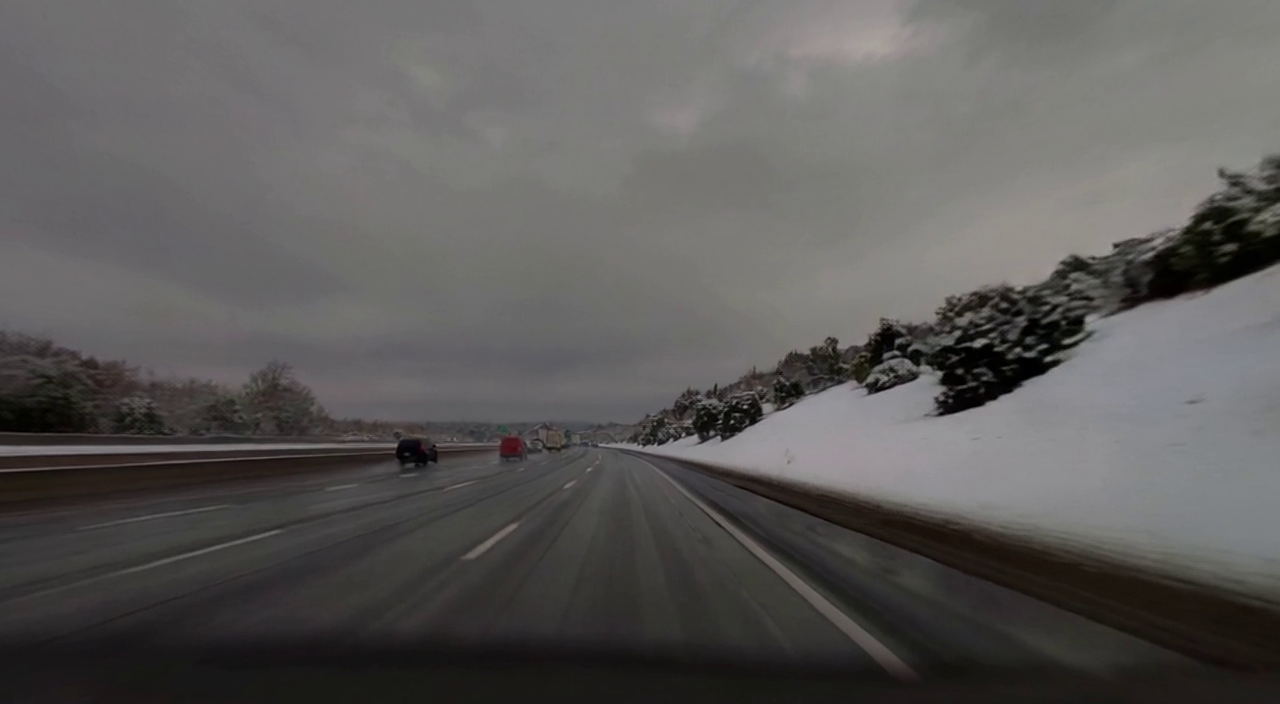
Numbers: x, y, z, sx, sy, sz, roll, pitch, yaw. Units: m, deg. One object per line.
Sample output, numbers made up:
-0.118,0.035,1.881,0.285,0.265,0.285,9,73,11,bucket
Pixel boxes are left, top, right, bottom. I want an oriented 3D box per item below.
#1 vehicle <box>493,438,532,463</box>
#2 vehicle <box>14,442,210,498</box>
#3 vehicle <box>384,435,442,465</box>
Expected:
-9.424,7.313,46.943,2.104,1.715,4.319,0,-8,-2,vehicle
-15.407,3.441,18.873,1.955,1.429,4.575,0,-9,-1,vehicle
-16.014,6.926,44.897,2.240,1.953,5.452,1,-8,-2,vehicle
